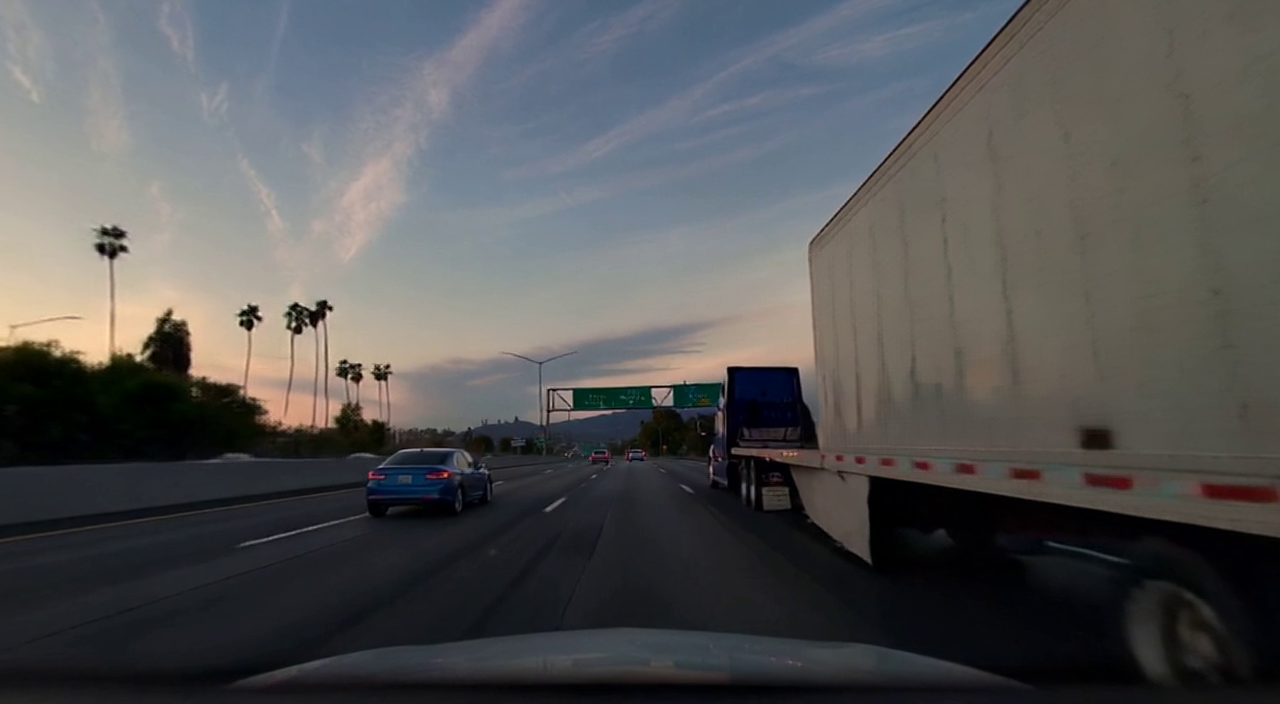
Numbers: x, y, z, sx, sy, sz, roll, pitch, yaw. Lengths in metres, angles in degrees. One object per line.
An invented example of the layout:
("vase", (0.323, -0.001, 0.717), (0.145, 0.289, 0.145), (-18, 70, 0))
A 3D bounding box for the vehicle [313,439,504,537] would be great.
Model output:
("vehicle", (-4.153, 2.487, 12.167), (2.120, 1.537, 4.139), (0, -9, 0))

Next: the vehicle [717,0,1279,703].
("vehicle", (3.587, 0.468, 8.109), (2.891, 4.123, 16.415), (0, -9, -1))
